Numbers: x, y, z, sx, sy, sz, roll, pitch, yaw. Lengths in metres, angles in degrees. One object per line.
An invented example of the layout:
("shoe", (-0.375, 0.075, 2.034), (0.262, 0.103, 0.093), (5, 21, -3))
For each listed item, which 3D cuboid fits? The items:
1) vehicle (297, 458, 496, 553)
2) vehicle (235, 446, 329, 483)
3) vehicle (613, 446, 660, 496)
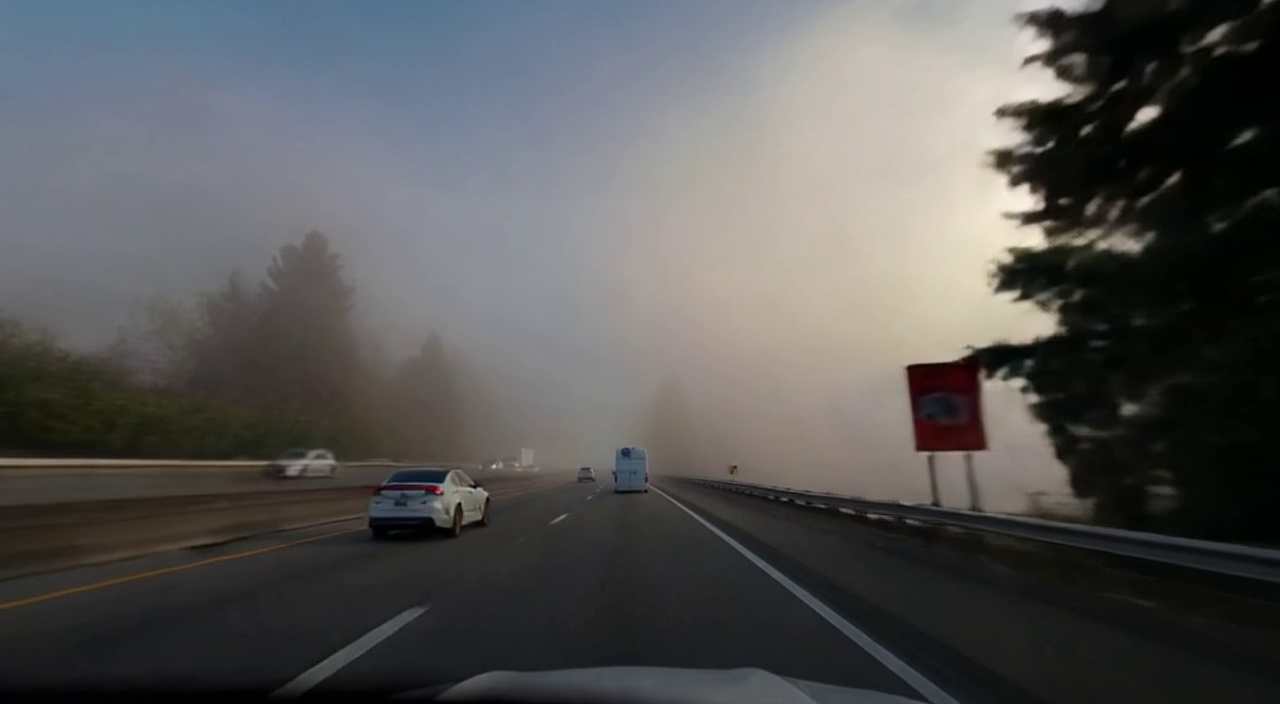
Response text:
("vehicle", (-4.480, 2.923, 12.564), (2.128, 1.491, 4.508), (1, -11, 0))
("vehicle", (-17.453, 5.546, 30.995), (1.905, 1.621, 4.629), (1, -11, -1))
("vehicle", (-0.246, 6.818, 36.072), (2.482, 2.549, 5.447), (1, -11, -1))
